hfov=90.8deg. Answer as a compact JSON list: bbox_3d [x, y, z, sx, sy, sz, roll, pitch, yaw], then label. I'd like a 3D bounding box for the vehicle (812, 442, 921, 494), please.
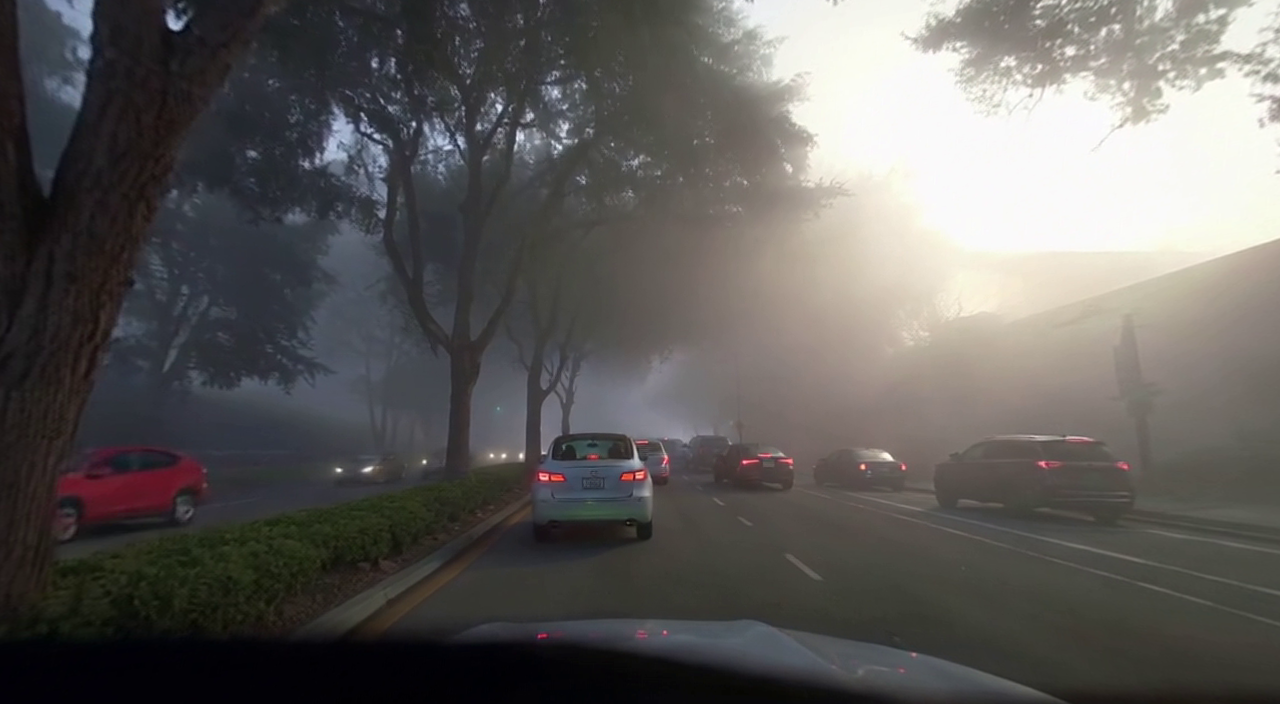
[{"bbox_3d":[7.242,3.736,20.760,1.977,1.485,4.308,0,-8,0],"label":"vehicle"}]

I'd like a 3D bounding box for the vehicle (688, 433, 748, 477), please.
[{"bbox_3d":[3.516,4.709,29.224,2.114,1.846,4.659,0,-8,-1],"label":"vehicle"}]

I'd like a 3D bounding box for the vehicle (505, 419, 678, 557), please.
[{"bbox_3d":[-0.728,1.934,9.639,2.106,1.655,3.717,1,-8,-5],"label":"vehicle"}]

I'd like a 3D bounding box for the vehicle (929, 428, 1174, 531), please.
[{"bbox_3d":[7.866,2.449,12.757,2.168,1.709,4.289,0,-8,2],"label":"vehicle"}]

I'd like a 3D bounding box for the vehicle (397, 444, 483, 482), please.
[{"bbox_3d":[-8.284,4.617,26.640,2.039,1.466,4.553,0,-8,1],"label":"vehicle"}]

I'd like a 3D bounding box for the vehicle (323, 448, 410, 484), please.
[{"bbox_3d":[-11.926,4.991,27.947,1.866,1.404,4.507,0,-8,0],"label":"vehicle"}]

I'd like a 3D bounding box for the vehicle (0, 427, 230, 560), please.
[{"bbox_3d":[-8.879,2.091,10.074,1.920,1.663,4.036,0,-8,0],"label":"vehicle"}]

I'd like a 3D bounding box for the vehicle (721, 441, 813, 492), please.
[{"bbox_3d":[3.993,3.675,20.757,2.175,1.477,4.520,0,-8,1],"label":"vehicle"}]
